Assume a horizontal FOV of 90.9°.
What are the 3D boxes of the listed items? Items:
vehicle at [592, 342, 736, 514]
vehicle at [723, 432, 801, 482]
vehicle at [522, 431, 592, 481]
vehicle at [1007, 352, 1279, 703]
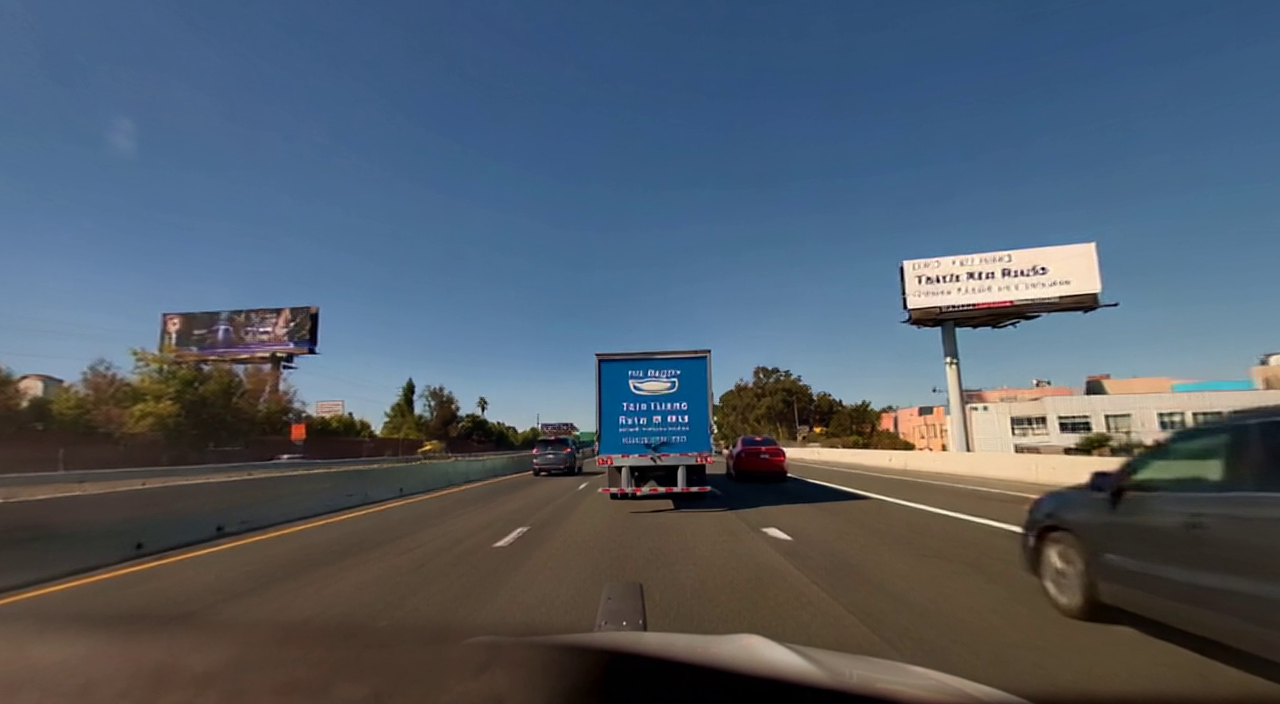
[{"bbox_3d":[0.542,2.048,16.470,2.733,3.296,8.571,0,-8,1],"label":"vehicle"},{"bbox_3d":[4.440,3.894,23.709,2.066,1.692,4.339,0,-8,0],"label":"vehicle"},{"bbox_3d":[-3.140,4.054,24.902,2.030,1.757,4.509,-1,-8,2],"label":"vehicle"},{"bbox_3d":[3.944,0.850,2.826,1.986,1.718,4.296,0,-8,0],"label":"vehicle"}]
